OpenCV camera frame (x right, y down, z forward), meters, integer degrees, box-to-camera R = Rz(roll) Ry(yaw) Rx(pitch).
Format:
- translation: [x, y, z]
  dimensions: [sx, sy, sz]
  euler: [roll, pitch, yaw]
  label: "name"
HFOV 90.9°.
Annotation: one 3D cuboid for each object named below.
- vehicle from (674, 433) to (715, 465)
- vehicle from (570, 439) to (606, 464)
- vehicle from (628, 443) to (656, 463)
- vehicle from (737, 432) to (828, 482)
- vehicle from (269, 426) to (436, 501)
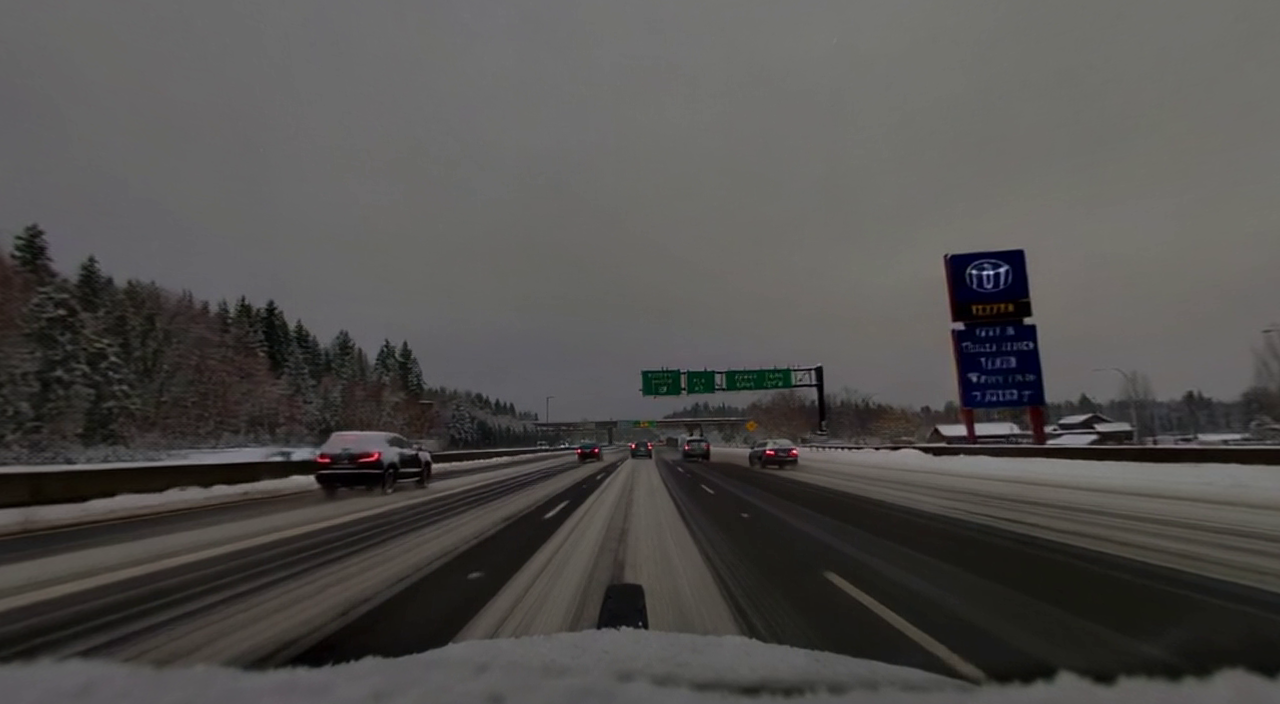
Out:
- translation: [3.664, 6.713, 43.796]
  dimensions: [2.348, 1.991, 5.460]
  euler: [0, -8, 0]
  label: "vehicle"
- translation: [-3.798, 7.365, 46.896]
  dimensions: [2.118, 1.750, 4.875]
  euler: [-1, -8, 1]
  label: "vehicle"
- translation: [0.160, 7.601, 47.647]
  dimensions: [2.050, 1.452, 3.917]
  euler: [0, -8, 0]
  label: "vehicle"
- translation: [5.218, 3.916, 23.790]
  dimensions: [2.196, 1.659, 4.451]
  euler: [0, -8, -2]
  label: "vehicle"
- translation: [-7.878, 3.104, 18.042]
  dimensions: [2.199, 1.781, 5.271]
  euler: [-1, -8, 1]
  label: "vehicle"
